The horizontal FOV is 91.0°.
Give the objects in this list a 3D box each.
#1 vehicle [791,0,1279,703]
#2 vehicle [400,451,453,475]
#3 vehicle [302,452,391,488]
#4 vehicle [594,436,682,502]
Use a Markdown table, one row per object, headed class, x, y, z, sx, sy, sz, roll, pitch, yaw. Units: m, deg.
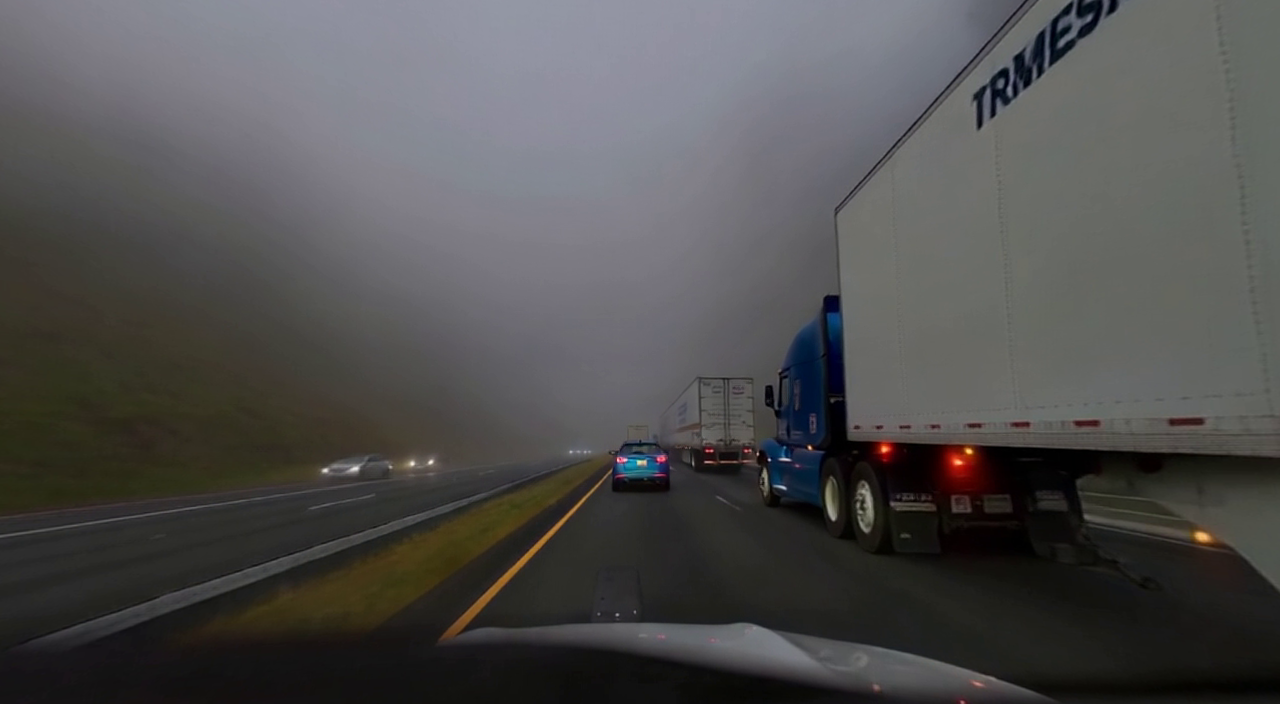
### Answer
| class | x | y | z | sx | sy | sz | roll | pitch | yaw |
| --- | --- | --- | --- | --- | --- | --- | --- | --- | --- |
| vehicle | 4.342 | -0.462 | 2.857 | 3.410 | 4.438 | 14.410 | 0 | -8 | -1 |
| vehicle | -14.911 | 7.773 | 44.144 | 2.081 | 1.476 | 4.233 | -1 | -8 | 2 |
| vehicle | -14.263 | 5.725 | 30.930 | 2.046 | 1.490 | 4.634 | -1 | -8 | 2 |
| vehicle | -0.073 | 2.992 | 16.578 | 2.045 | 1.507 | 3.763 | -1 | -8 | -1 |
